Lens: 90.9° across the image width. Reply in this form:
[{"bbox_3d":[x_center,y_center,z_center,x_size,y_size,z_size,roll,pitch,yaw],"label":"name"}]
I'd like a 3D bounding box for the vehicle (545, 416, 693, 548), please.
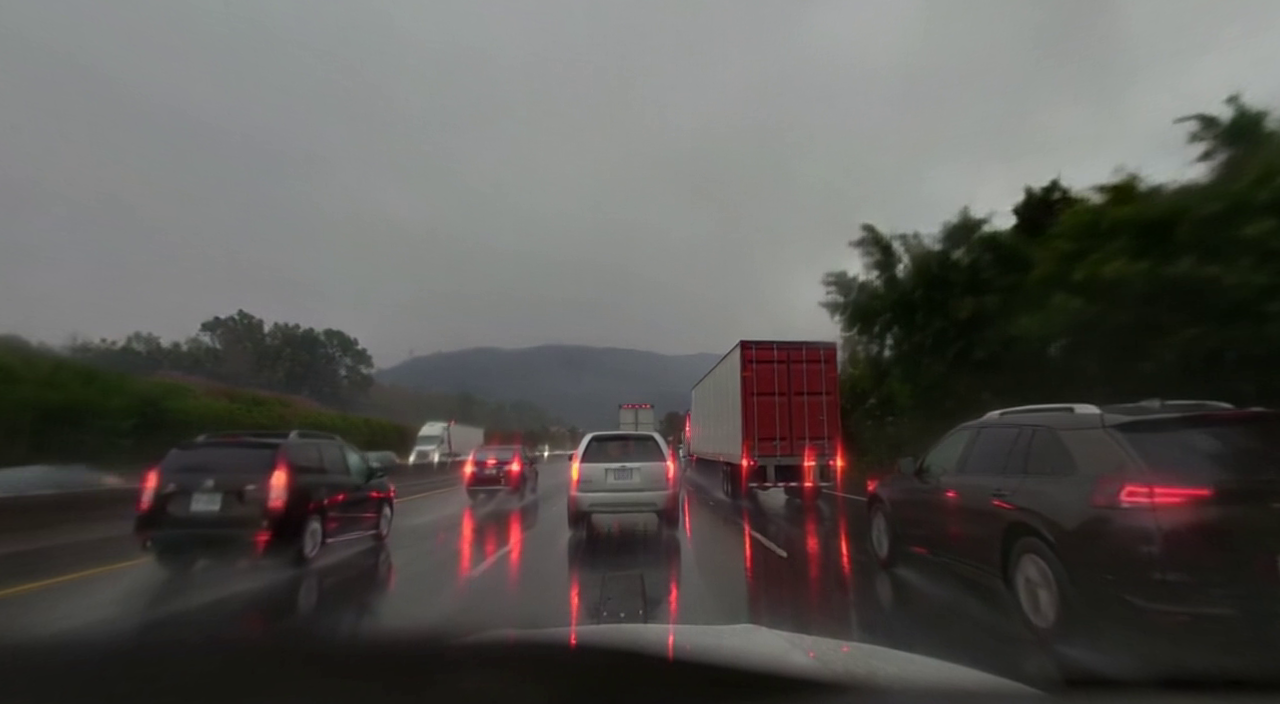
[{"bbox_3d":[-0.306,2.126,10.863,2.037,1.792,4.194,0,-9,0],"label":"vehicle"}]

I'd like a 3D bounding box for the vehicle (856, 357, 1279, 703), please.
[{"bbox_3d":[3.667,1.250,5.212,2.076,1.751,4.666,0,-9,0],"label":"vehicle"}]

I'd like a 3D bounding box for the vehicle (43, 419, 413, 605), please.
[{"bbox_3d":[-4.332,1.710,7.532,1.789,1.620,3.841,0,-9,0],"label":"vehicle"}]

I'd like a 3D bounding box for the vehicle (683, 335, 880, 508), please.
[{"bbox_3d":[3.877,2.833,22.783,3.186,4.111,15.553,0,-9,-1],"label":"vehicle"}]

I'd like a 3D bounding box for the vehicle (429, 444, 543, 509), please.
[{"bbox_3d":[-3.958,3.271,16.989,1.923,1.503,4.293,0,-9,1],"label":"vehicle"}]
